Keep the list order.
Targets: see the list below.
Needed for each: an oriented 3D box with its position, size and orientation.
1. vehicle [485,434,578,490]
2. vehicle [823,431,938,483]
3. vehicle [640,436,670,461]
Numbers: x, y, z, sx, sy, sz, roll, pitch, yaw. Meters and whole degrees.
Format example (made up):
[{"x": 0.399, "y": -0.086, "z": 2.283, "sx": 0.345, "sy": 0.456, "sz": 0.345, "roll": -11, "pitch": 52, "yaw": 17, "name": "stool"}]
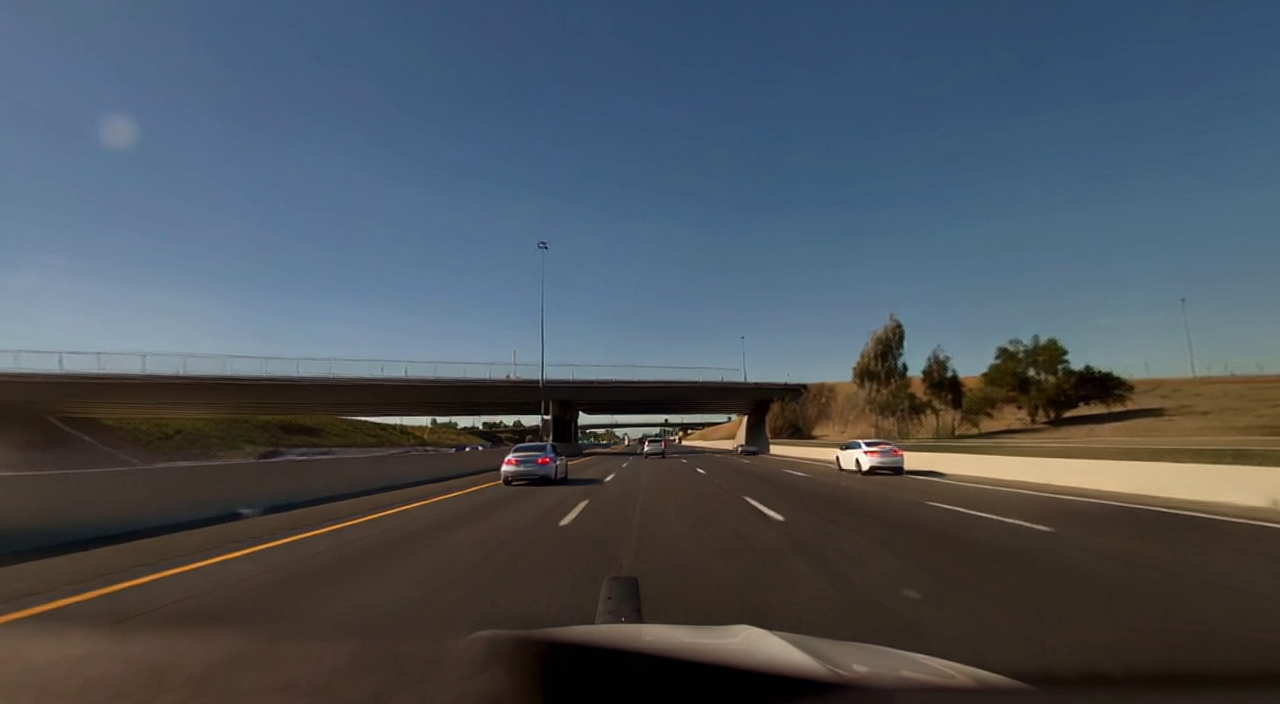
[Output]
[{"x": -3.256, "y": 3.416, "z": 19.816, "sx": 2.050, "sy": 1.546, "sz": 4.344, "roll": -1, "pitch": -8, "yaw": 2, "name": "vehicle"}, {"x": 7.765, "y": 3.446, "z": 20.896, "sx": 1.870, "sy": 1.493, "sz": 5.015, "roll": 0, "pitch": -8, "yaw": 0, "name": "vehicle"}, {"x": 1.081, "y": 6.918, "z": 45.270, "sx": 2.063, "sy": 1.698, "sz": 4.355, "roll": 0, "pitch": -8, "yaw": 1, "name": "vehicle"}]
